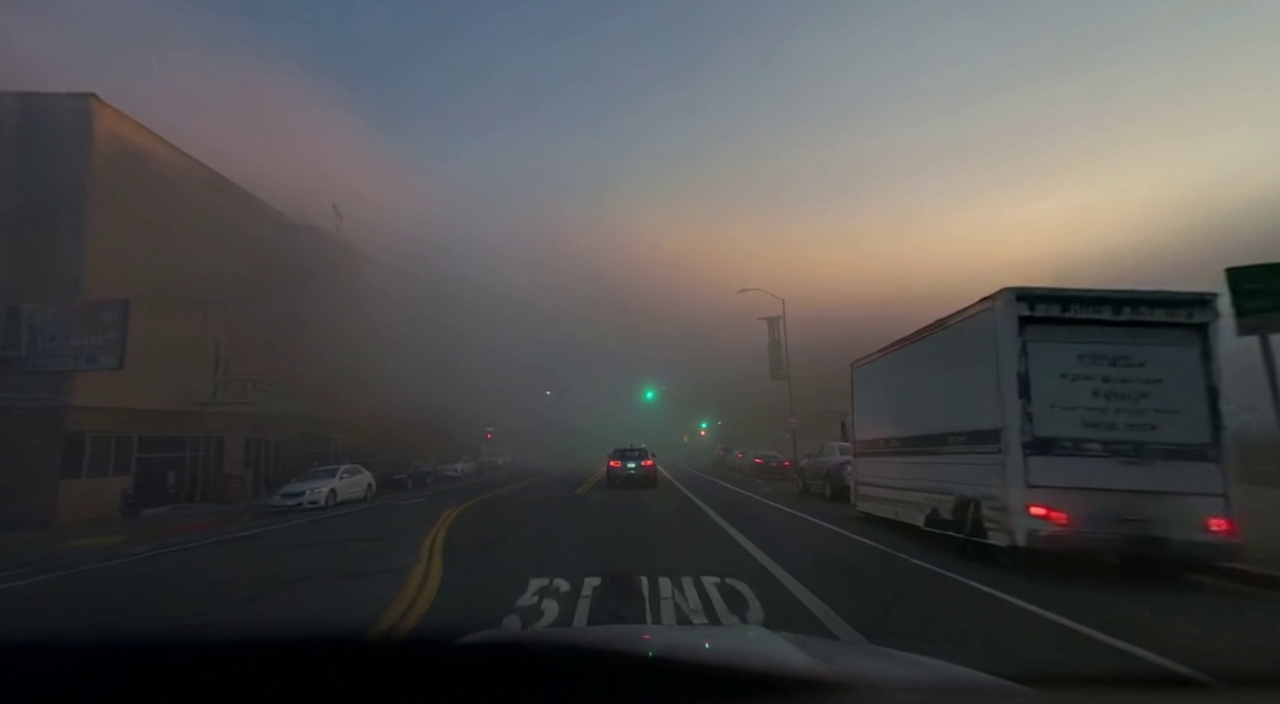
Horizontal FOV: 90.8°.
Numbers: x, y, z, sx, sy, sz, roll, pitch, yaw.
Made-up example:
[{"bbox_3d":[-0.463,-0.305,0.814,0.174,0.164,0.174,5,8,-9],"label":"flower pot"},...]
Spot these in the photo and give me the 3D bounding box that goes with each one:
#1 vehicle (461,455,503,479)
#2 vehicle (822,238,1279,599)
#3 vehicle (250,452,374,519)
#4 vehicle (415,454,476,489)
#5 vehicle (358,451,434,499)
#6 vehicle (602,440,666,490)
[{"bbox_3d":[-11.188,8.126,44.958,1.868,1.502,4.626,0,-9,-1],"label":"vehicle"},{"bbox_3d":[5.444,1.127,9.859,2.893,3.553,7.295,0,-9,-1],"label":"vehicle"},{"bbox_3d":[-11.305,4.560,22.148,2.055,1.685,4.370,-5,-6,-1],"label":"vehicle"},{"bbox_3d":[-11.196,6.886,36.658,1.920,1.498,4.591,-4,-6,2],"label":"vehicle"},{"bbox_3d":[-11.461,5.772,30.052,1.872,1.731,4.656,-4,-6,-2],"label":"vehicle"},{"bbox_3d":[-0.217,4.001,22.703,2.086,1.575,4.205,0,-9,0],"label":"vehicle"}]
